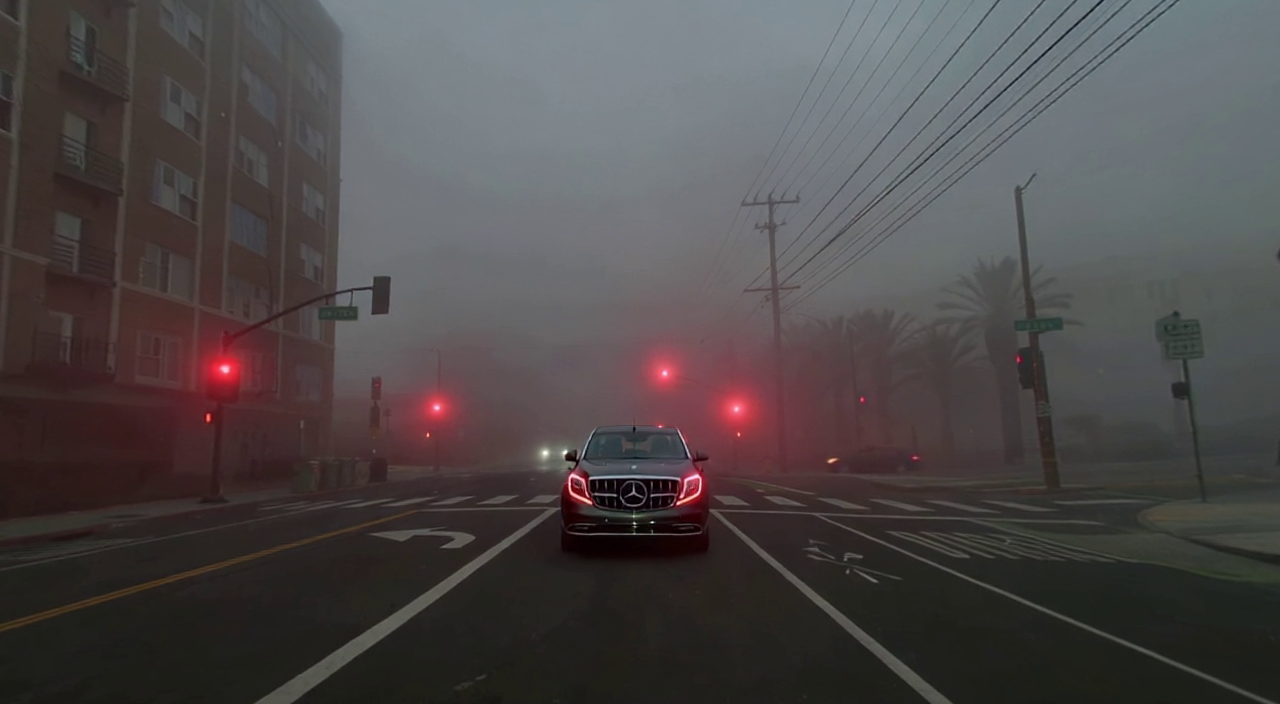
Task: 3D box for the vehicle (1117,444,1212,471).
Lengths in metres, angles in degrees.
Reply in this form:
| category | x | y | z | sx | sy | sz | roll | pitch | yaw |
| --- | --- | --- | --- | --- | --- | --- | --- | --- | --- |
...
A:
| category | x | y | z | sx | sy | sz | roll | pitch | yaw |
| --- | --- | --- | --- | --- | --- | --- | --- | --- | --- |
| vehicle | 32.134 | 6.469 | 38.780 | 4.234 | 1.613 | 1.812 | 0 | -8 | -1 |

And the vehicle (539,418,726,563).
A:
| category | x | y | z | sx | sy | sz | roll | pitch | yaw |
| --- | --- | --- | --- | --- | --- | --- | --- | --- | --- |
| vehicle | -0.089 | 1.873 | 9.224 | 2.144 | 1.643 | 3.770 | 0 | -8 | 0 |

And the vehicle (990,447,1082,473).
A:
| category | x | y | z | sx | sy | sz | roll | pitch | yaw |
| --- | --- | --- | --- | --- | --- | --- | --- | --- | --- |
| vehicle | 24.193 | 6.600 | 38.688 | 4.417 | 1.462 | 1.761 | 0 | -8 | -1 |

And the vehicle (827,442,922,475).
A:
| category | x | y | z | sx | sy | sz | roll | pitch | yaw |
| --- | --- | --- | --- | --- | --- | --- | --- | --- | --- |
| vehicle | 13.082 | 5.985 | 35.569 | 4.649 | 1.760 | 2.029 | -2 | -9 | 12 |
